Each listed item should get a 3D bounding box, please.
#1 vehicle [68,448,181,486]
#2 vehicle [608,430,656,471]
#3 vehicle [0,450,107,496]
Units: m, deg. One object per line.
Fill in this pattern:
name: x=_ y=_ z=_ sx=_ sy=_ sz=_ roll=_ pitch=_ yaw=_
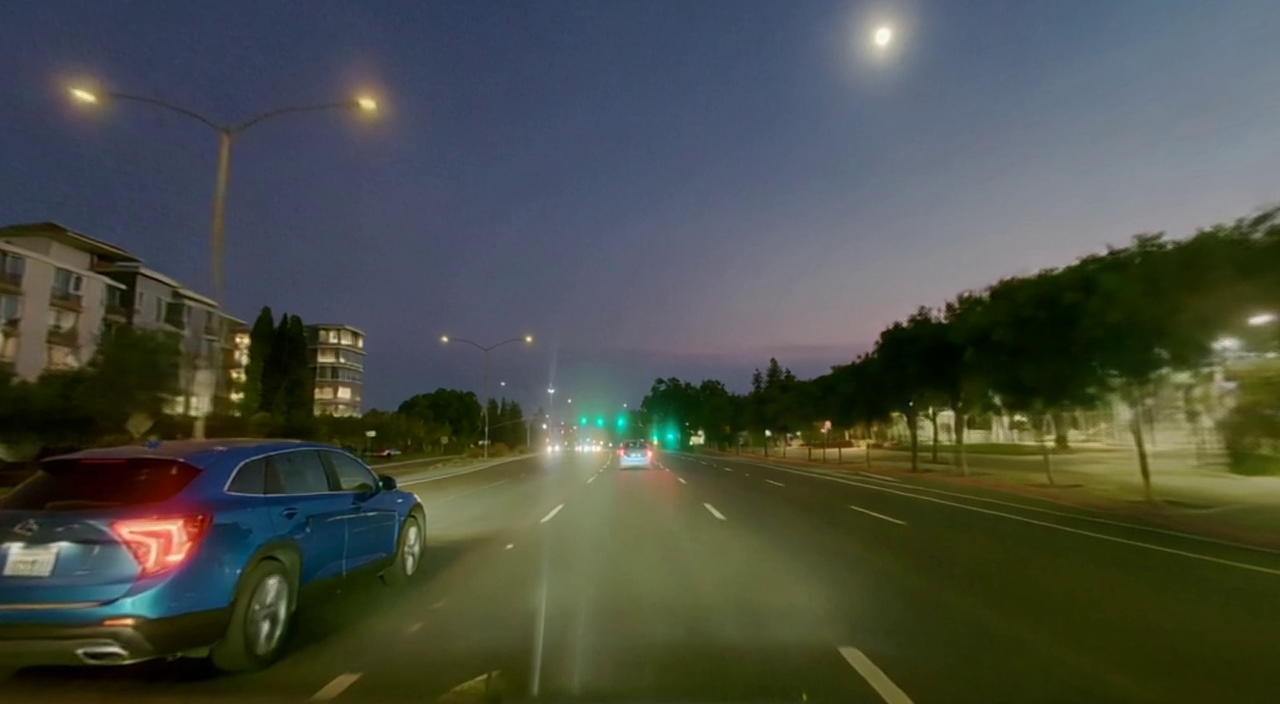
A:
vehicle: x=-27.062 y=6.013 z=33.452 sx=1.978 sy=1.835 sz=4.932 roll=0 pitch=-8 yaw=-3
vehicle: x=-0.424 y=4.965 z=32.011 sx=2.260 sy=1.872 sz=4.578 roll=0 pitch=-8 yaw=-1
vehicle: x=-26.769 y=5.270 z=27.987 sx=1.992 sy=1.798 sz=4.987 roll=0 pitch=-8 yaw=-1
